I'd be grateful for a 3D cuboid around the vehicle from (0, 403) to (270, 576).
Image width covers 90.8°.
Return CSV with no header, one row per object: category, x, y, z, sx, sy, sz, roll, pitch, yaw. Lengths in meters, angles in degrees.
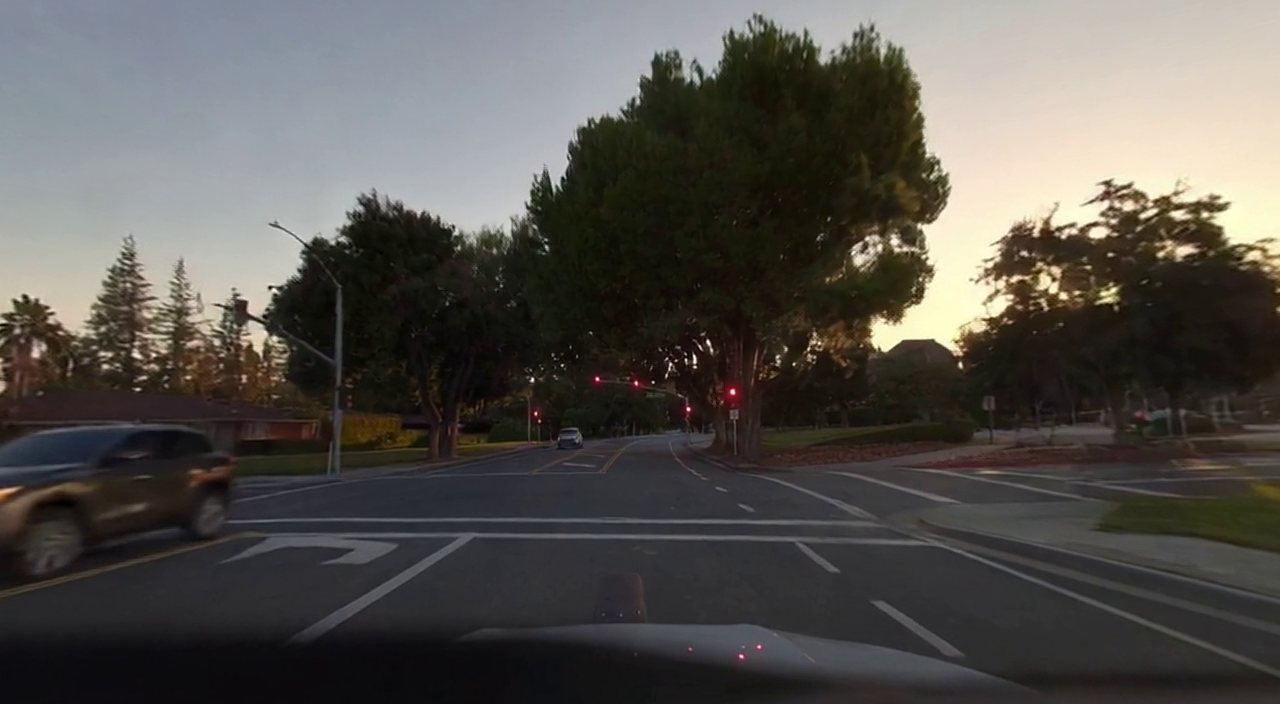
vehicle,-7.707,1.728,8.612,2.262,1.761,4.966,0,-8,0
